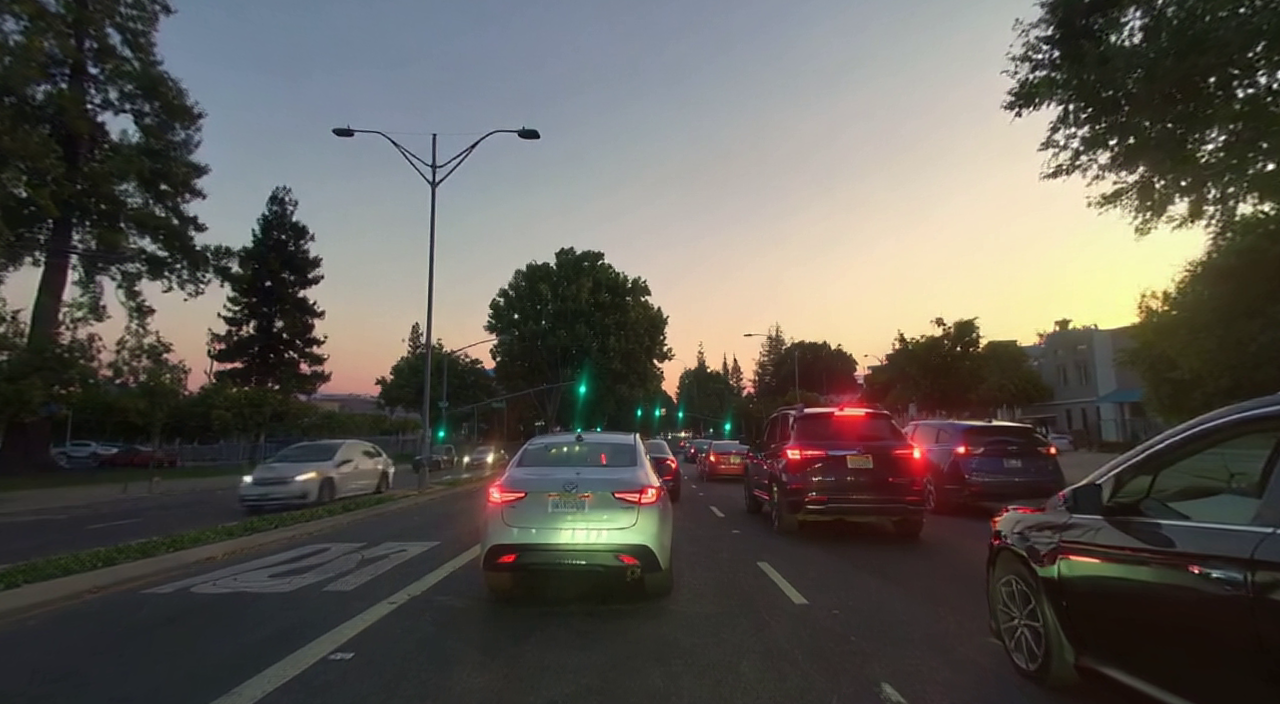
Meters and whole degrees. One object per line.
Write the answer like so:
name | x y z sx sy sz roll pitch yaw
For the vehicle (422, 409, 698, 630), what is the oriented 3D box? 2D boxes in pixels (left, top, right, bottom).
vehicle | -0.573 1.585 6.901 2.111 1.676 4.018 0 -8 1

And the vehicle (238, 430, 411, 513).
vehicle | -8.668 3.305 18.009 2.111 2.002 5.330 0 -8 1

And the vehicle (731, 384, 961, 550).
vehicle | 3.514 2.149 12.403 2.516 2.481 5.766 0 -8 -1

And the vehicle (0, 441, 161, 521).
vehicle | -16.061 3.465 17.454 1.968 1.917 4.335 0 -8 0

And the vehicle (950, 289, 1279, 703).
vehicle | 3.172 0.776 2.126 1.982 1.960 4.427 0 -8 1
